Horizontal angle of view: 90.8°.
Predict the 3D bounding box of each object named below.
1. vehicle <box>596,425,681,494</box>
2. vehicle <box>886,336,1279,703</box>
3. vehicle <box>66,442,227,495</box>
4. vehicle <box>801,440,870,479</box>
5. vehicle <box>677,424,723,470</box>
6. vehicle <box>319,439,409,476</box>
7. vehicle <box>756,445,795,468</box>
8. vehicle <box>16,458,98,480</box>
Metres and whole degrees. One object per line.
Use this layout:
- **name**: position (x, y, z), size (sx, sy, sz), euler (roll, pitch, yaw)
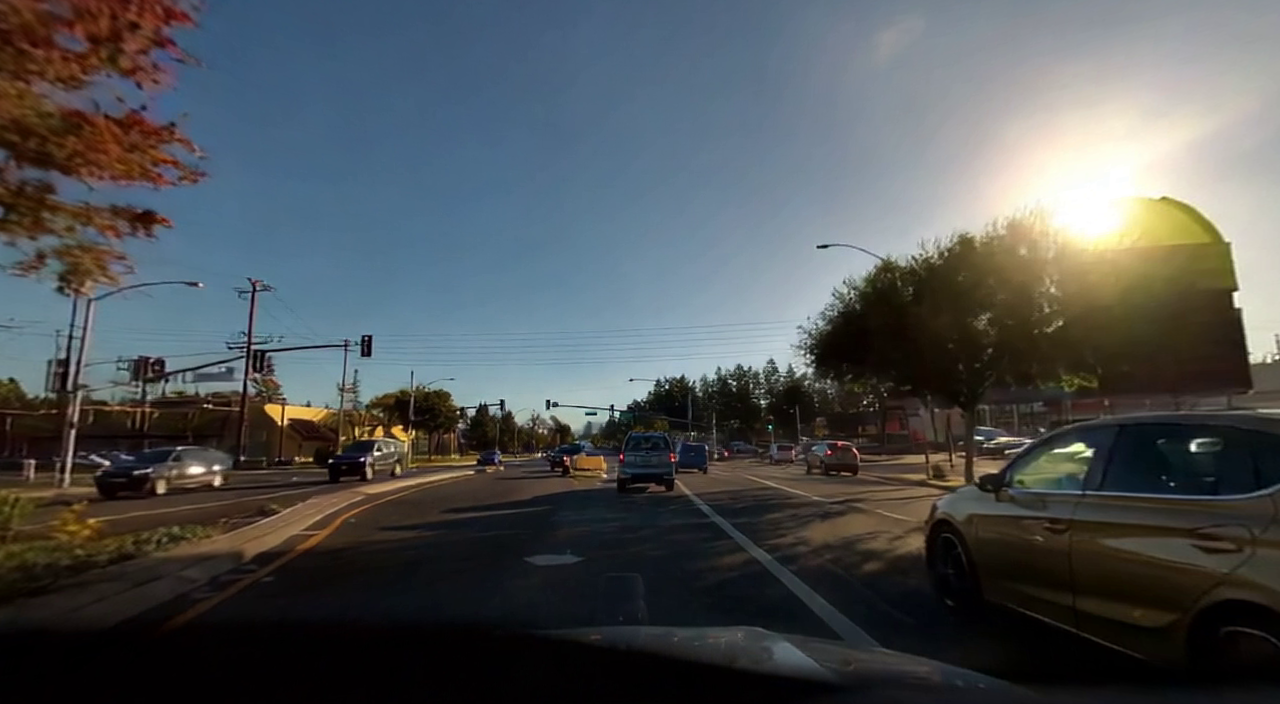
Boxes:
- **vehicle**: position (-0.086, 3.382, 20.260), size (2.402, 1.938, 4.535), euler (0, -9, -1)
- **vehicle**: position (3.346, 1.004, 3.589), size (2.076, 1.716, 4.416), euler (0, -9, 0)
- **vehicle**: position (-18.928, 4.455, 24.631), size (2.050, 1.797, 4.945), euler (-1, -9, 3)
- **vehicle**: position (9.544, 5.264, 31.244), size (1.977, 1.786, 4.344), euler (0, -9, 0)
- **vehicle**: position (3.581, 5.730, 38.284), size (2.239, 2.586, 4.586), euler (1, -8, -1)
- **vehicle**: position (-14.787, 5.683, 34.216), size (2.311, 1.849, 4.889), euler (-1, -9, 6)
- **vehicle**: position (9.775, 7.565, 45.901), size (1.879, 1.517, 4.006), euler (0, -9, 0)
- **vehicle**: position (-45.591, 9.170, 49.462), size (4.675, 1.644, 1.785), euler (0, -9, 2)
